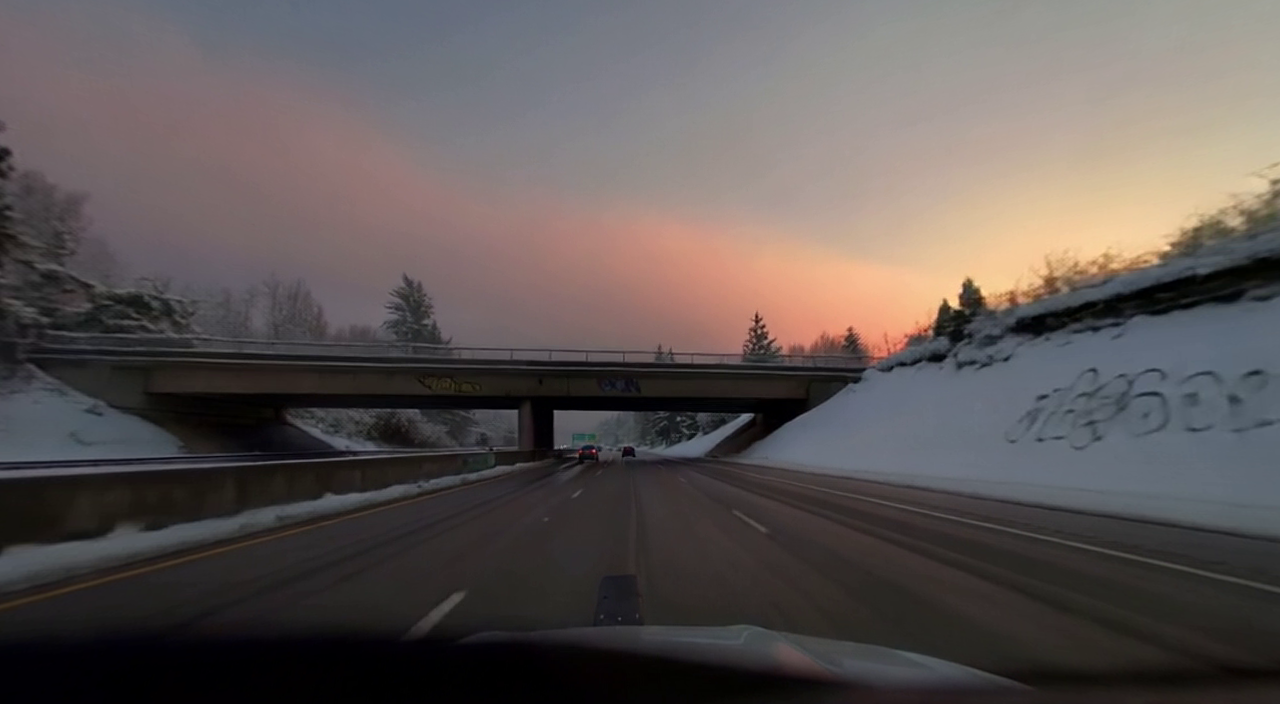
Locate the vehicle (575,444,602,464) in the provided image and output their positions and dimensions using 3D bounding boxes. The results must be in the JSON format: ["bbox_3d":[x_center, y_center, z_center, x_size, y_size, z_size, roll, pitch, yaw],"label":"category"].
[{"bbox_3d":[-4.053,8.048,49.579,1.871,1.459,3.771,0,-9,-1],"label":"vehicle"}]
